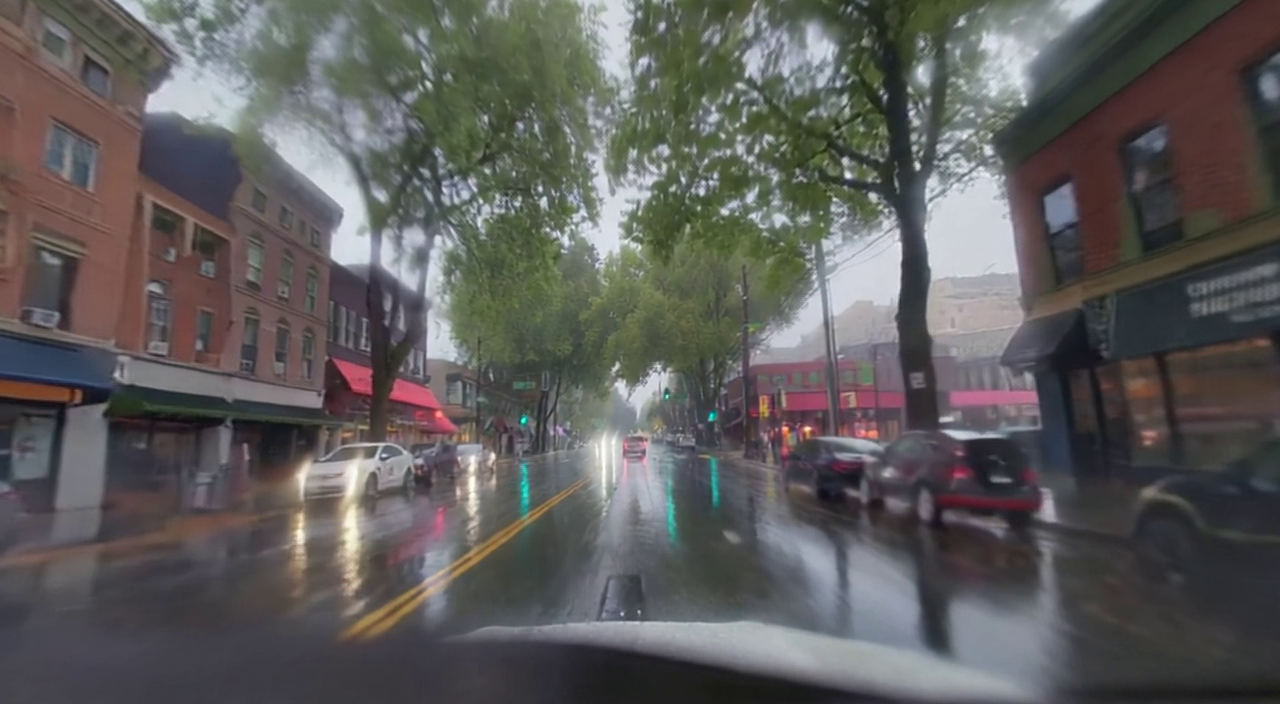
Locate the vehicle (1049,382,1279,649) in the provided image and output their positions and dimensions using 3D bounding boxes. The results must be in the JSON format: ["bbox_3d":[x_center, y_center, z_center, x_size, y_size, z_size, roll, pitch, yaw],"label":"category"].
[{"bbox_3d":[5.625,1.010,3.612,2.293,1.830,6.070,0,-9,-3],"label":"vehicle"}]

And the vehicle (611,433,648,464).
[{"bbox_3d":[-0.666,6.307,41.263,2.301,1.854,4.919,0,-9,0],"label":"vehicle"}]

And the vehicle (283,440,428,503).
[{"bbox_3d":[-9.521,4.065,21.890,2.305,1.883,5.580,0,-9,1],"label":"vehicle"}]

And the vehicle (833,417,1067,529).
[{"bbox_3d":[5.787,2.301,12.723,2.070,1.761,4.848,-1,-8,-2],"label":"vehicle"}]

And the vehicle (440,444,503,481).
[{"bbox_3d":[-9.852,6.465,37.466,2.048,1.985,6.011,0,-9,0],"label":"vehicle"}]

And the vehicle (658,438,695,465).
[{"bbox_3d":[2.231,6.251,39.858,1.998,1.580,4.015,0,-9,-1],"label":"vehicle"}]
